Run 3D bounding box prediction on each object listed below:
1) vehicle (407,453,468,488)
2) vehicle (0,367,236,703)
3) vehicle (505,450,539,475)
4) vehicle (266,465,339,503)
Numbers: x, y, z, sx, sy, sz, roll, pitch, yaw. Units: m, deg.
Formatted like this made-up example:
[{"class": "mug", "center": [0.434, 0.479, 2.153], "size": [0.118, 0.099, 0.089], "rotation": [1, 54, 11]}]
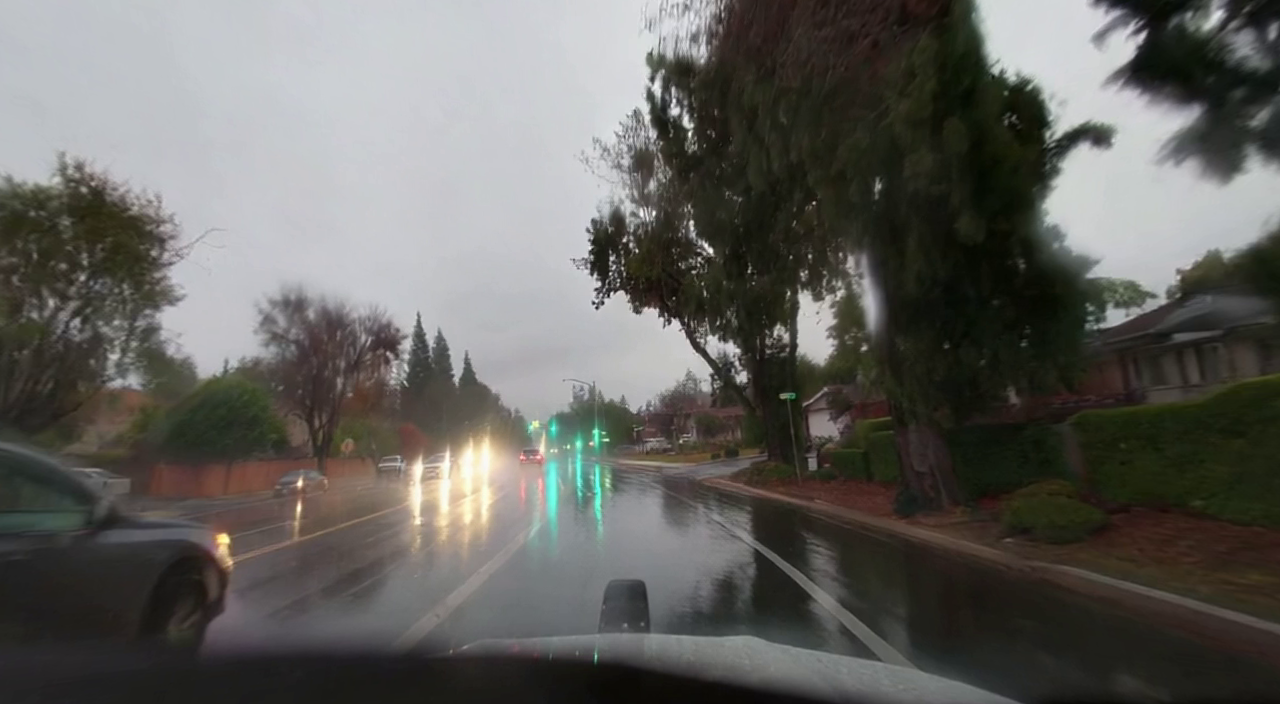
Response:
[{"class": "vehicle", "center": [-9.755, 5.707, 30.686], "size": [1.915, 1.486, 4.349], "rotation": [1, -9, -6]}, {"class": "vehicle", "center": [-3.736, 0.794, 1.757], "size": [2.084, 1.701, 4.734], "rotation": [0, -8, -1]}, {"class": "vehicle", "center": [-7.864, 7.355, 42.329], "size": [2.060, 1.530, 4.121], "rotation": [1, -9, -8]}, {"class": "vehicle", "center": [-17.022, 6.618, 31.992], "size": [1.845, 1.428, 4.597], "rotation": [-4, -7, -10]}]
